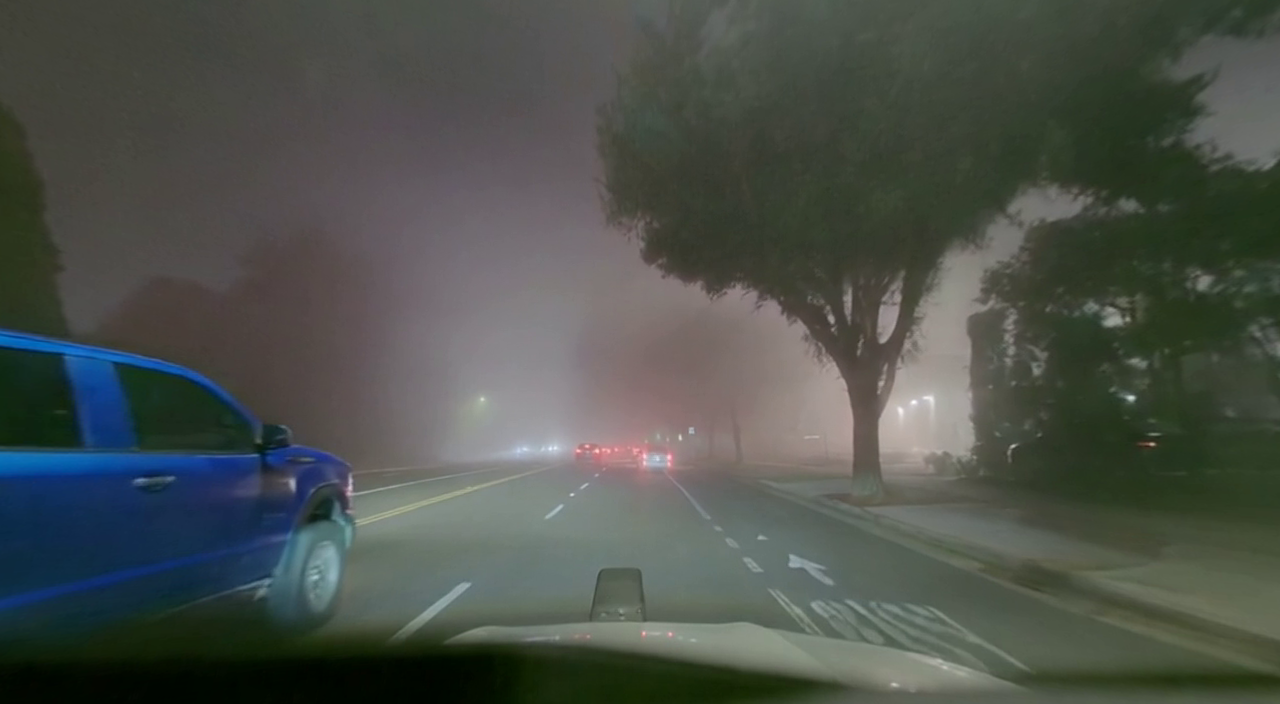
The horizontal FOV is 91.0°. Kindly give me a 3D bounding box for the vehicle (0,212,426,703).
[{"bbox_3d":[-3.116,0.656,2.256,2.512,1.992,5.725,0,-9,2],"label":"vehicle"}]

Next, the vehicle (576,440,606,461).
[{"bbox_3d":[-3.498,7.098,45.475,2.018,1.458,4.350,0,-9,-2],"label":"vehicle"}]

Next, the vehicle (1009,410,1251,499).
[{"bbox_3d":[12.078,2.596,16.140,2.131,1.909,4.927,0,-9,-1],"label":"vehicle"}]

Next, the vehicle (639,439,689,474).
[{"bbox_3d":[1.063,4.916,29.849,2.142,1.528,4.133,0,-9,-1],"label":"vehicle"}]
